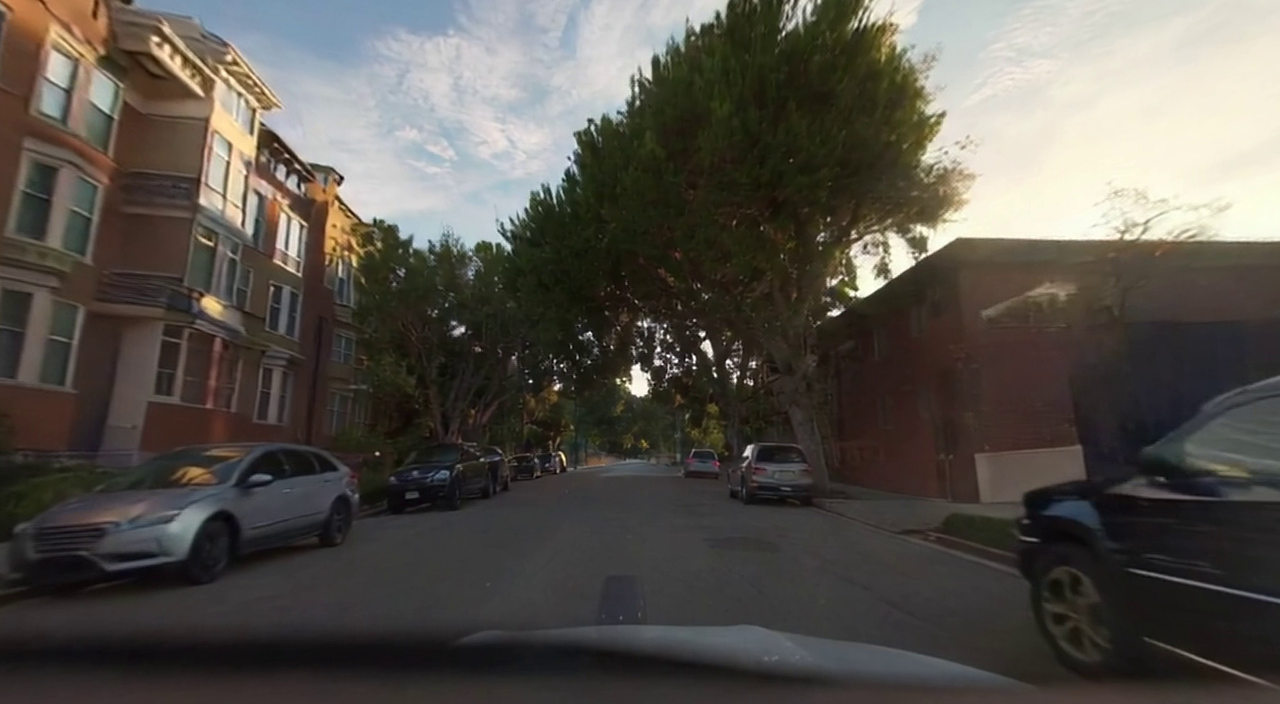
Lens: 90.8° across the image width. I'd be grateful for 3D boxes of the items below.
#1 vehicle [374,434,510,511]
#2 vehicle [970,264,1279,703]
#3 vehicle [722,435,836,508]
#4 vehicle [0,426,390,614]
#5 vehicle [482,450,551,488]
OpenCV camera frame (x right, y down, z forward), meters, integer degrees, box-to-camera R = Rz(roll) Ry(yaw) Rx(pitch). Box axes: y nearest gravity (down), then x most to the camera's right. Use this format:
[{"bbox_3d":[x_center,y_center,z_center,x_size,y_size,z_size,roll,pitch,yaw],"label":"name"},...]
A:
[{"bbox_3d":[-5.827,3.600,19.534,2.499,2.008,5.293,0,-8,0],"label":"vehicle"},{"bbox_3d":[3.818,0.666,2.312,2.371,2.123,5.122,0,-9,-1],"label":"vehicle"},{"bbox_3d":[3.879,3.436,18.726,2.137,1.848,4.953,0,-9,-1],"label":"vehicle"},{"bbox_3d":[-5.829,2.060,8.886,2.431,1.718,5.431,-3,-9,0],"label":"vehicle"},{"bbox_3d":[-5.744,5.485,30.069,2.328,1.610,5.161,0,-8,-1],"label":"vehicle"}]
